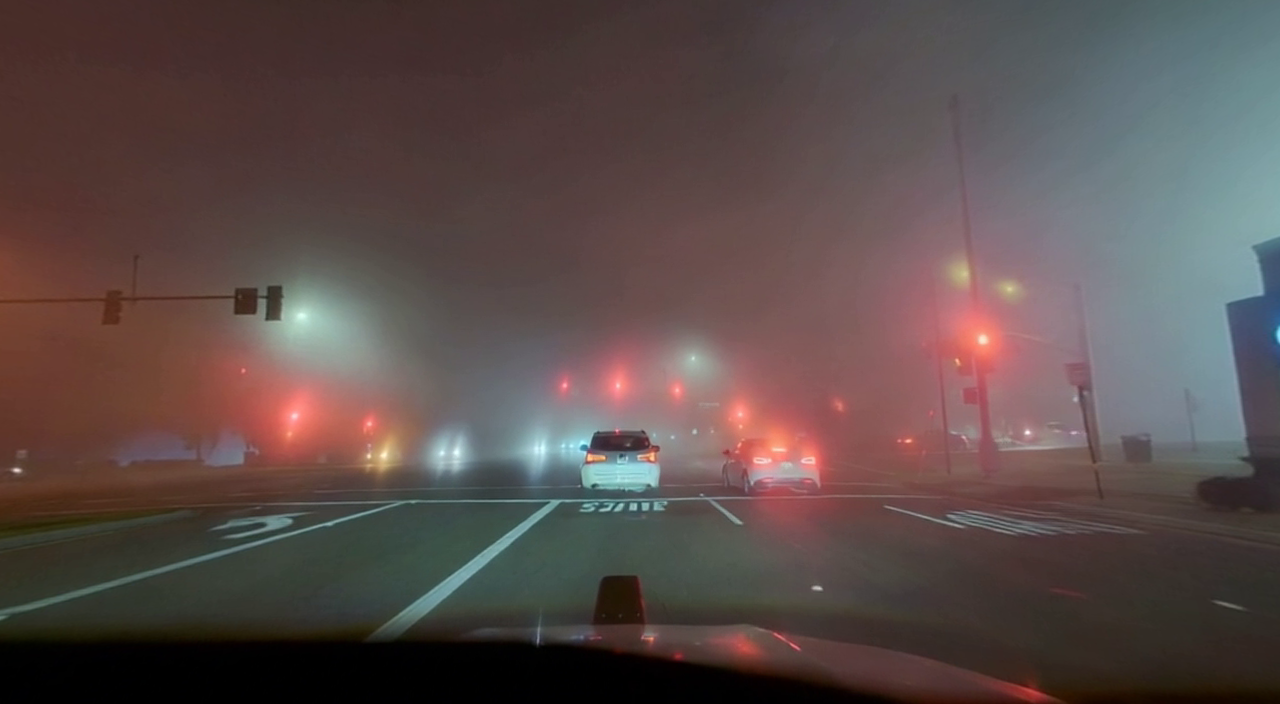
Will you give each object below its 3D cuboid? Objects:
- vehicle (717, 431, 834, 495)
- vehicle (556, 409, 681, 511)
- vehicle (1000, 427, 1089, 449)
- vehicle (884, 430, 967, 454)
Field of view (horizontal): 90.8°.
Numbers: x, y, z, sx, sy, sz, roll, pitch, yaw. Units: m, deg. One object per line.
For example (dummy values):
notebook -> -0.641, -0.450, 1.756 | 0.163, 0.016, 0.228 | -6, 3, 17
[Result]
vehicle -> 3.423, 2.914, 16.909 | 2.080, 1.472, 4.401 | 0, -9, -1
vehicle -> -0.410, 2.330, 13.950 | 2.313, 1.860, 4.319 | 0, -9, 0
vehicle -> 27.564, 5.893, 43.171 | 4.766, 1.462, 1.872 | 0, -9, 0
vehicle -> 19.452, 6.157, 43.200 | 4.851, 1.517, 1.720 | 0, -9, -3
